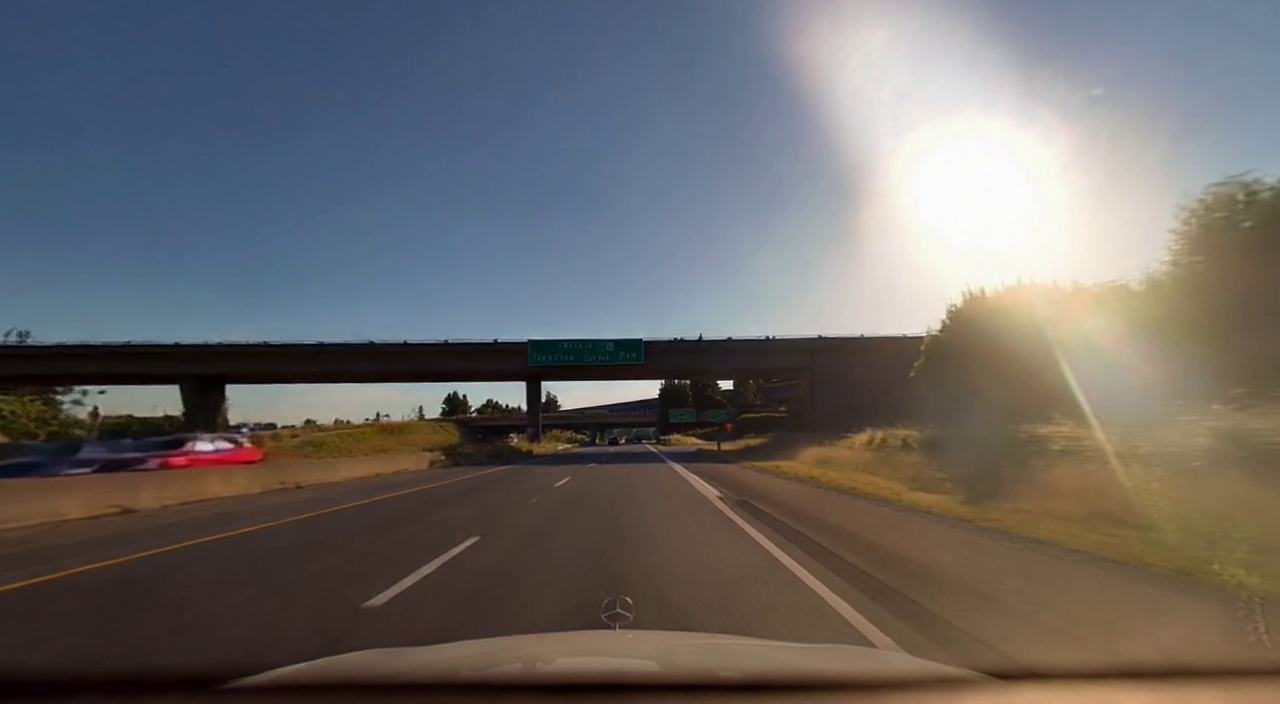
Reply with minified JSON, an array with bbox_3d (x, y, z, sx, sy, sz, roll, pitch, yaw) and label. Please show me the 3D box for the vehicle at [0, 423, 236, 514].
[{"bbox_3d":[-11.896,2.576,14.537,2.179,1.752,4.402,0,-8,0],"label":"vehicle"}]
